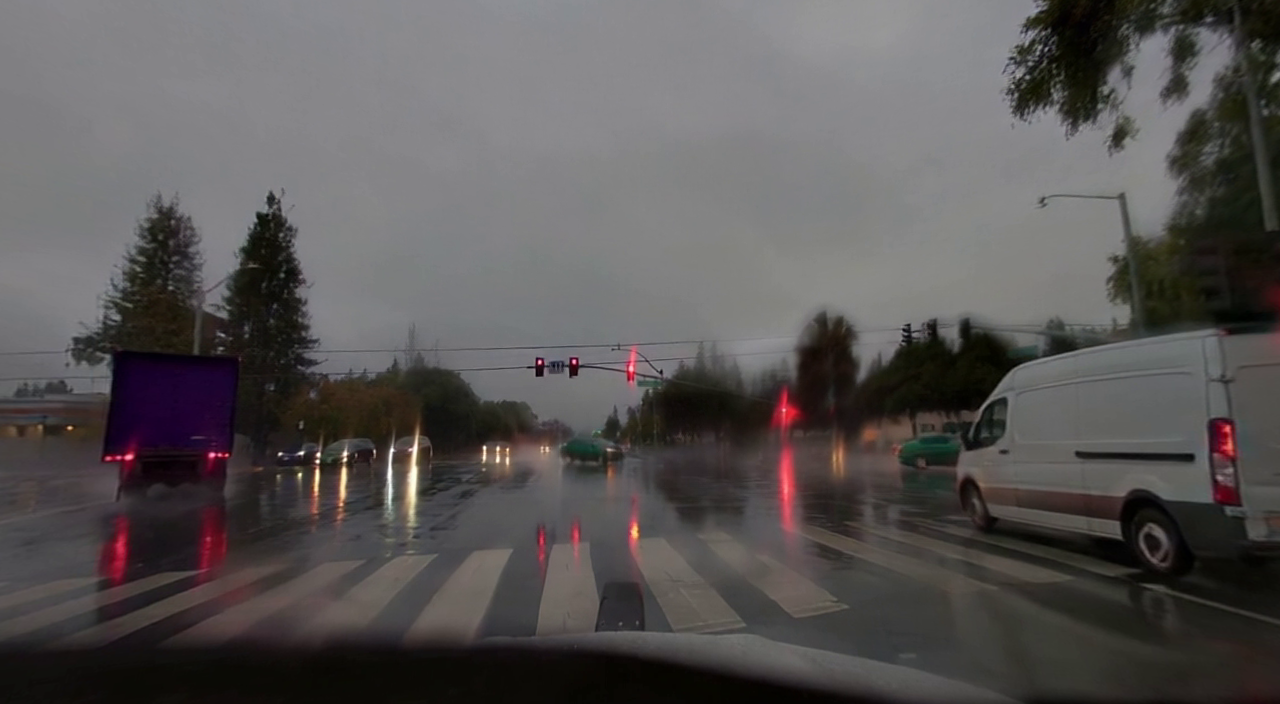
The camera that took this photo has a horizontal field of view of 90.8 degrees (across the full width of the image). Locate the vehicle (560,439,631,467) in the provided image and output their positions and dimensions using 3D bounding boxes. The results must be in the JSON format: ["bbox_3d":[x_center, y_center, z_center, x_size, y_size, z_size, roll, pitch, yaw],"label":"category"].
[{"bbox_3d":[-2.709,5.974,37.485,2.086,1.487,4.846,5,-10,-32],"label":"vehicle"}]

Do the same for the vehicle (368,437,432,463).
[{"bbox_3d":[-17.380,7.148,45.996,2.189,1.753,4.785,-1,-9,8],"label":"vehicle"}]

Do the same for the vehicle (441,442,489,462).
[{"bbox_3d":[-13.183,7.593,47.853,1.845,1.426,4.289,-1,-9,8],"label":"vehicle"}]

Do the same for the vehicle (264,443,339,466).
[{"bbox_3d":[-21.829,6.641,40.992,1.859,1.415,4.591,-1,-9,8],"label":"vehicle"}]

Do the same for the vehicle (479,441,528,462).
[{"bbox_3d":[-10.145,7.466,47.388,2.097,1.484,4.596,-1,-9,7],"label":"vehicle"}]

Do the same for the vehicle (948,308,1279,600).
[{"bbox_3d":[6.546,1.250,8.072,2.332,2.511,5.326,0,-9,-2],"label":"vehicle"}]

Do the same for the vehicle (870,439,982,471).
[{"bbox_3d":[13.671,4.928,30.345,4.487,1.415,1.911,1,-9,-7],"label":"vehicle"}]

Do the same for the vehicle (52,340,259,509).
[{"bbox_3d":[-11.674,1.908,15.821,3.112,3.230,6.726,6,-10,-33],"label":"vehicle"}]
